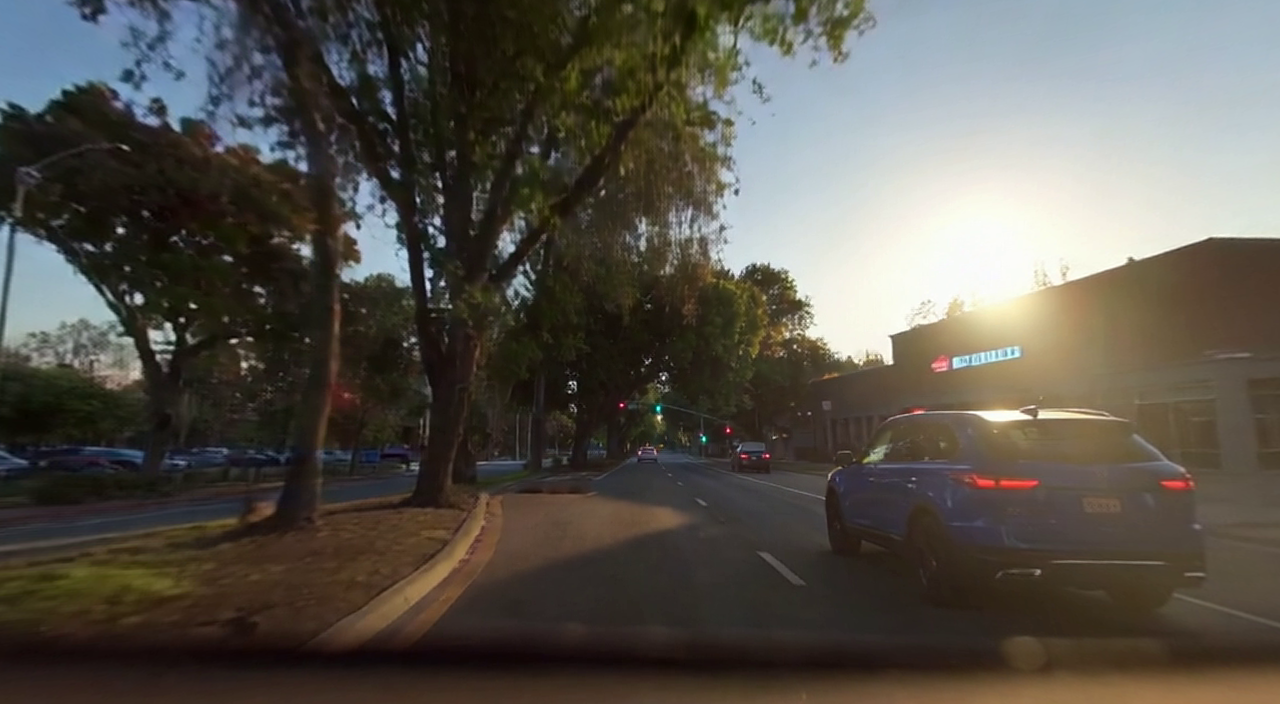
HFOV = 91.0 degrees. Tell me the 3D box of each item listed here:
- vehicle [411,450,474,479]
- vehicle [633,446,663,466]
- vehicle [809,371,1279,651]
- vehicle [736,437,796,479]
[{"bbox_3d":[-11.078,6.339,35.724,1.955,1.507,4.750,0,-8,1],"label":"vehicle"},{"bbox_3d":[0.626,7.959,48.290,2.131,1.474,4.146,0,-8,1],"label":"vehicle"},{"bbox_3d":[3.383,1.384,6.471,2.033,1.865,4.360,0,-8,0],"label":"vehicle"},{"bbox_3d":[6.016,5.130,30.773,2.085,1.828,5.383,0,-8,3],"label":"vehicle"}]
